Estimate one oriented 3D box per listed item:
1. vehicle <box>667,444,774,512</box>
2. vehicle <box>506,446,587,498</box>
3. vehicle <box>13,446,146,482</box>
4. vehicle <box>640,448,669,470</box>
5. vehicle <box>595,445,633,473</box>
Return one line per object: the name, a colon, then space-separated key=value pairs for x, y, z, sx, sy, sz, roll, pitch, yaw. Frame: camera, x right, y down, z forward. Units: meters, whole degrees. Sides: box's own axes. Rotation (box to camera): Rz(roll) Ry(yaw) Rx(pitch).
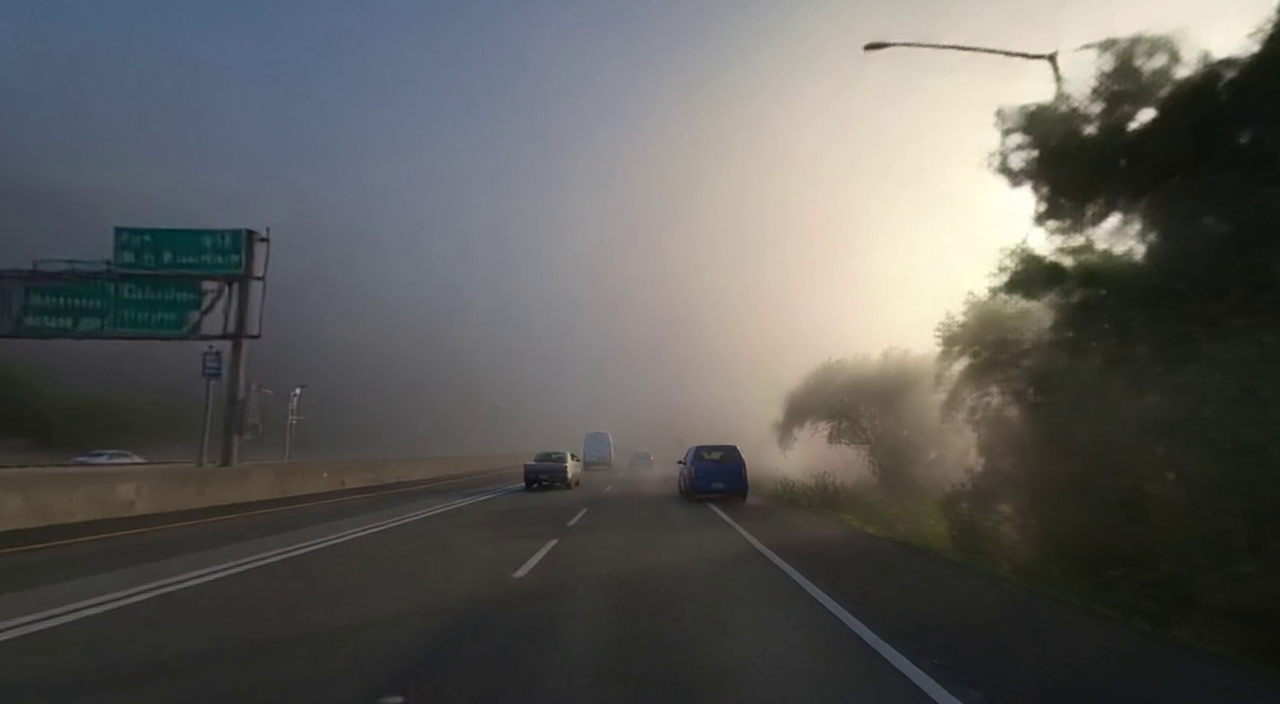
vehicle: x=1.886 y=3.129 z=16.268 sx=2.050 sy=1.491 sz=4.362 roll=0 pitch=-8 yaw=-2
vehicle: x=-2.958 y=3.902 z=20.974 sx=1.990 sy=1.501 sz=4.250 roll=0 pitch=-8 yaw=1
vehicle: x=-34.050 y=6.797 z=38.663 sx=2.295 sy=2.002 sz=6.355 roll=0 pitch=-8 yaw=0
vehicle: x=1.062 y=7.985 z=47.139 sx=2.054 sy=1.504 sz=3.890 roll=0 pitch=-8 yaw=0
vehicle: x=-1.655 y=6.660 z=39.470 sx=2.270 sy=1.660 sz=4.101 roll=0 pitch=-8 yaw=-3
